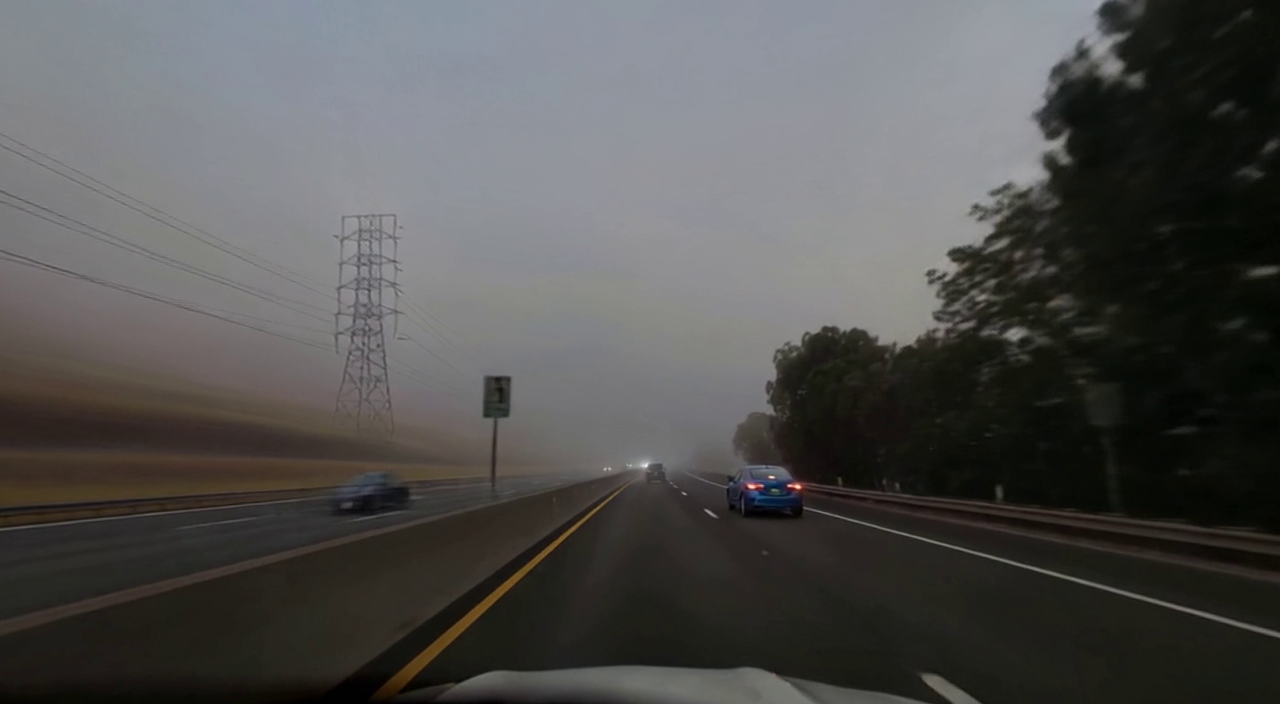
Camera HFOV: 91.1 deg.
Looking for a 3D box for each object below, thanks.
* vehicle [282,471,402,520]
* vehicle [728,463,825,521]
[{"bbox_3d":[-10.395,5.029,22.363,1.994,1.464,4.511,1,-10,1],"label":"vehicle"},{"bbox_3d":[3.936,4.123,18.858,1.985,1.521,3.904,1,-10,-1],"label":"vehicle"}]
